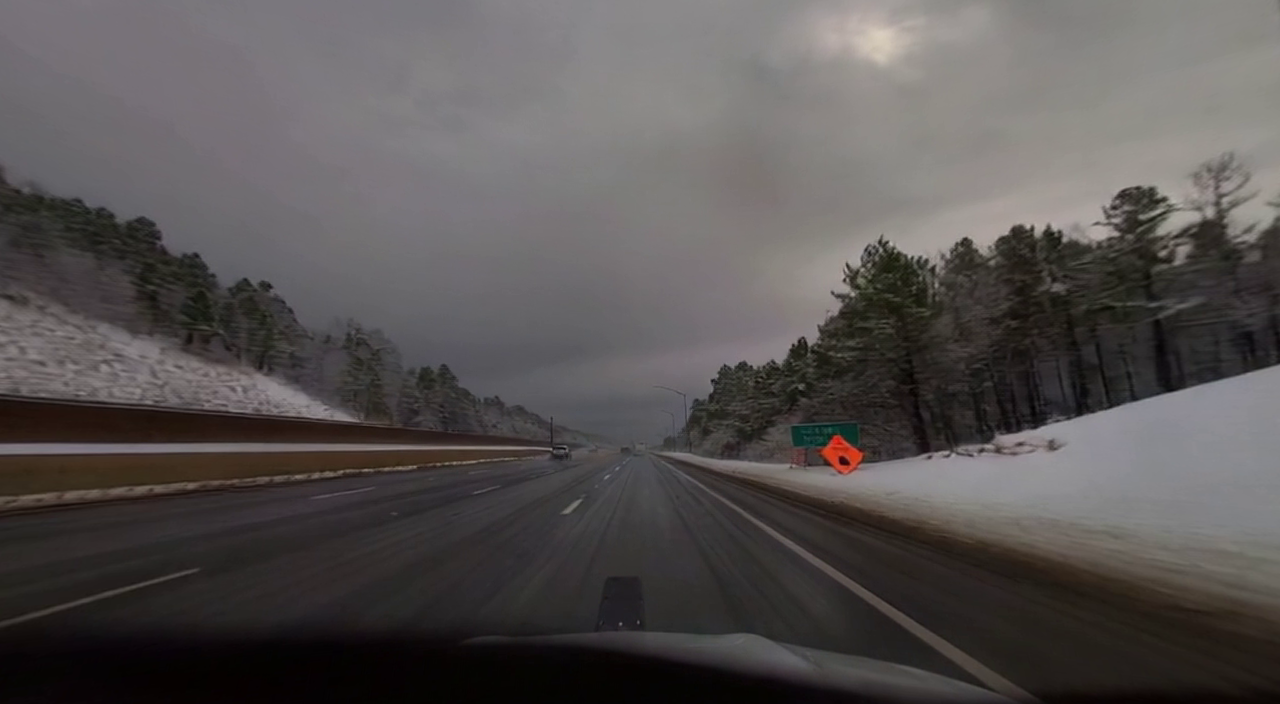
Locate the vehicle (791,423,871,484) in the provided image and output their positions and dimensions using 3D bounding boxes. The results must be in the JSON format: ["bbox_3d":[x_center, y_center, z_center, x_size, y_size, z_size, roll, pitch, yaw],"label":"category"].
[{"bbox_3d":[10.145,5.445,34.081,2.522,2.907,5.675,-2,-8,1],"label":"vehicle"}]
